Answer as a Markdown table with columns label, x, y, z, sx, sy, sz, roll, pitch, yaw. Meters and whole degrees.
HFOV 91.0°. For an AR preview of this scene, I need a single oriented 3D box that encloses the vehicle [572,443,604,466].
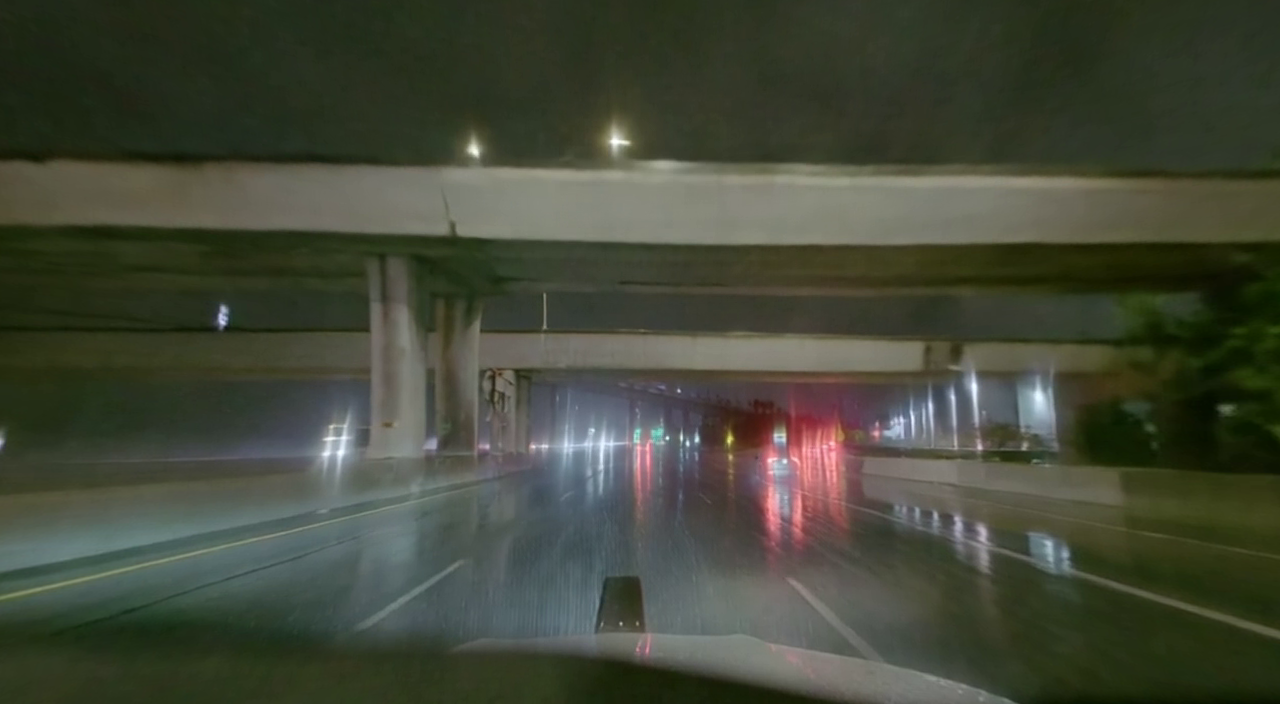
| label | x | y | z | sx | sy | sz | roll | pitch | yaw |
| --- | --- | --- | --- | --- | --- | --- | --- | --- | --- |
| vehicle | -3.731 | 7.407 | 45.672 | 1.954 | 1.528 | 4.010 | 0 | -9 | 1 |
